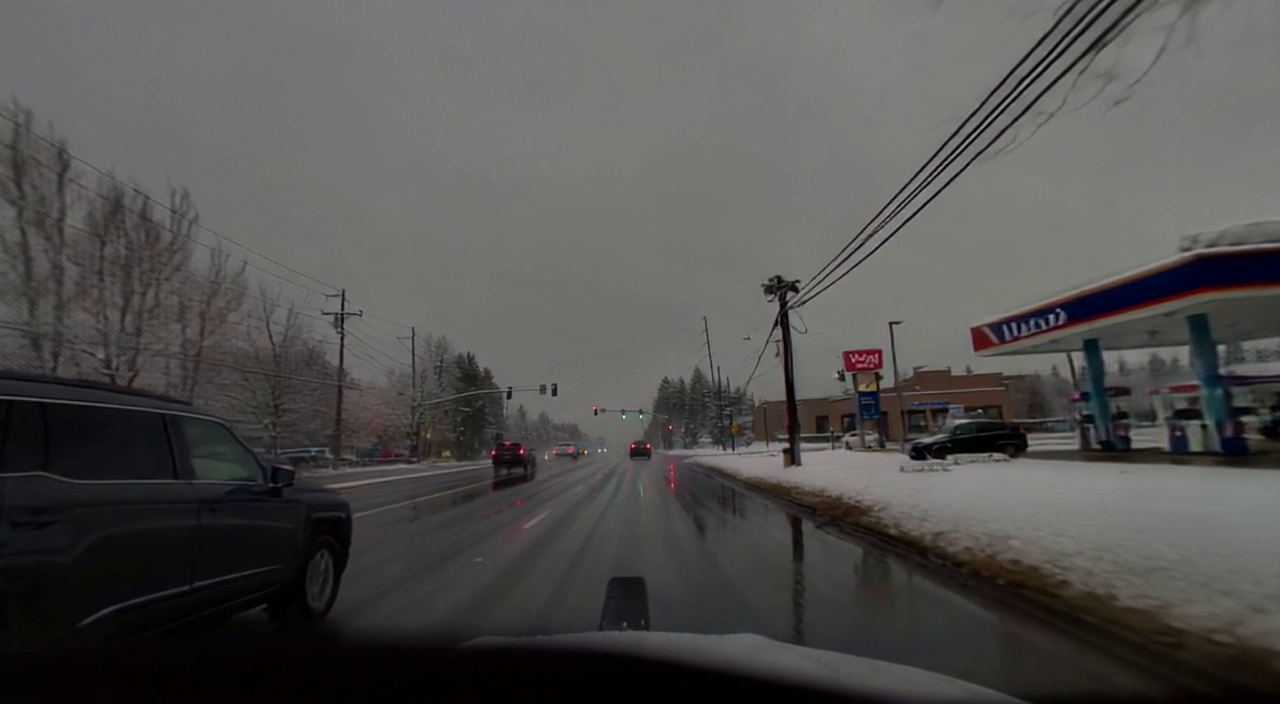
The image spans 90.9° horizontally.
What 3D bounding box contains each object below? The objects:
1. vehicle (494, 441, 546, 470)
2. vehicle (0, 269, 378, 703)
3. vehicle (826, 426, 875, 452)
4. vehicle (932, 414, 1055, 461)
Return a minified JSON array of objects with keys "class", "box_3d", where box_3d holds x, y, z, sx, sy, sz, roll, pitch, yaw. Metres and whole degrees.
[{"class":"vehicle","box_3d":[-6.498,5.637,34.554,1.960,1.468,4.345,0,-8,1]},{"class":"vehicle","box_3d":[-3.190,0.751,2.648,2.190,1.844,4.751,0,-8,-1]},{"class":"vehicle","box_3d":[16.186,6.738,48.650,2.116,1.849,4.806,0,-8,0]},{"class":"vehicle","box_3d":[16.125,3.986,29.264,2.178,1.911,5.852,-1,-8,-2]}]
